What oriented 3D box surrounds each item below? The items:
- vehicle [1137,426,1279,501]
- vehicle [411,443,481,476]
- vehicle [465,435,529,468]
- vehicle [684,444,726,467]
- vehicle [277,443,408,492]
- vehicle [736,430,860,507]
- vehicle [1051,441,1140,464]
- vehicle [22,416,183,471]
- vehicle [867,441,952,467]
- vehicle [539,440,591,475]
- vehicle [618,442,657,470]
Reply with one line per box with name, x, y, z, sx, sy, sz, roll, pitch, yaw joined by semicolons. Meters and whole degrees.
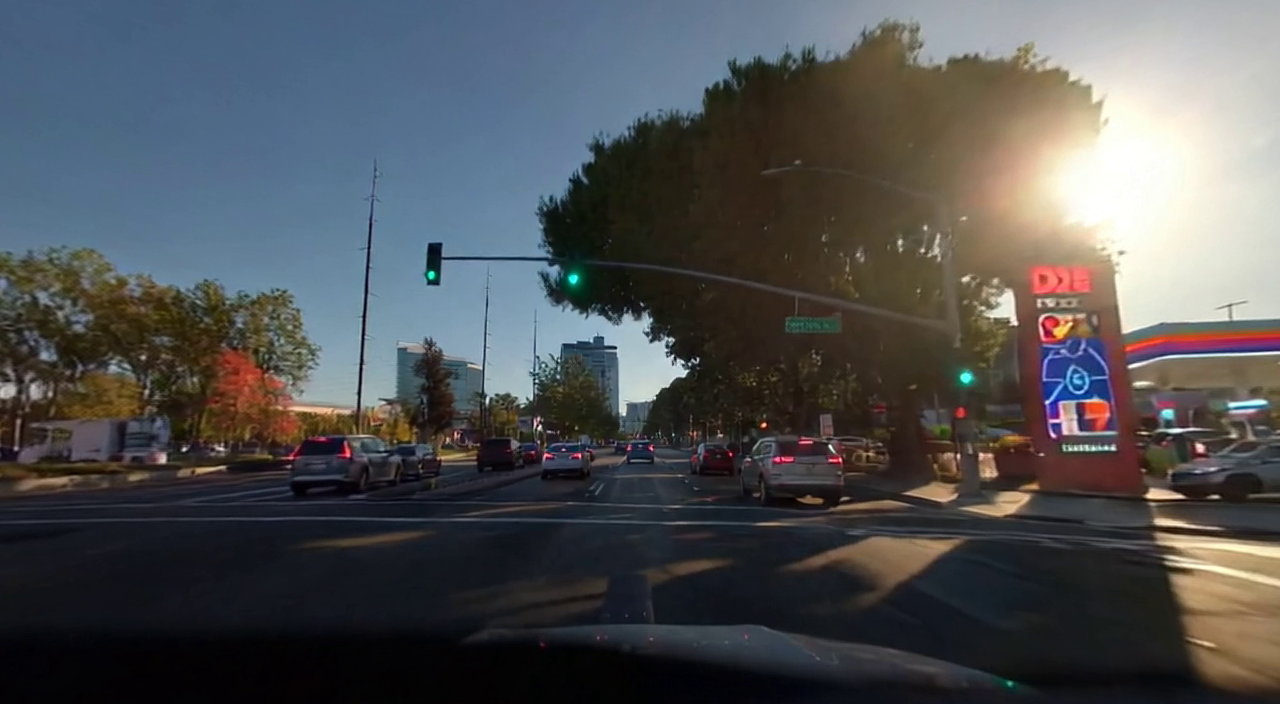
vehicle;17.736;3.009;17.554;5.585;1.866;2.607;-1;-9;-2
vehicle;-9.129;5.067;29.949;2.001;1.461;3.859;-1;-9;2
vehicle;-9.113;6.429;40.835;2.455;1.904;6.030;-1;-9;2
vehicle;4.294;6.958;42.536;2.174;1.462;4.400;0;-9;-3
vehicle;-9.664;3.766;21.020;2.023;1.433;4.699;0;-9;1
vehicle;3.827;2.902;16.148;2.022;1.683;4.171;0;-9;-1
vehicle;30.635;6.768;42.464;4.587;1.422;1.853;0;-9;-1
vehicle;-33.780;5.808;39.863;7.339;3.284;2.857;0;-9;0
vehicle;17.030;6.461;40.013;4.506;1.604;1.830;0;-9;-1
vehicle;-3.675;5.230;31.525;2.023;1.607;4.086;0;-9;1
vehicle;-0.121;5.838;35.560;2.104;1.477;4.591;0;-9;0
